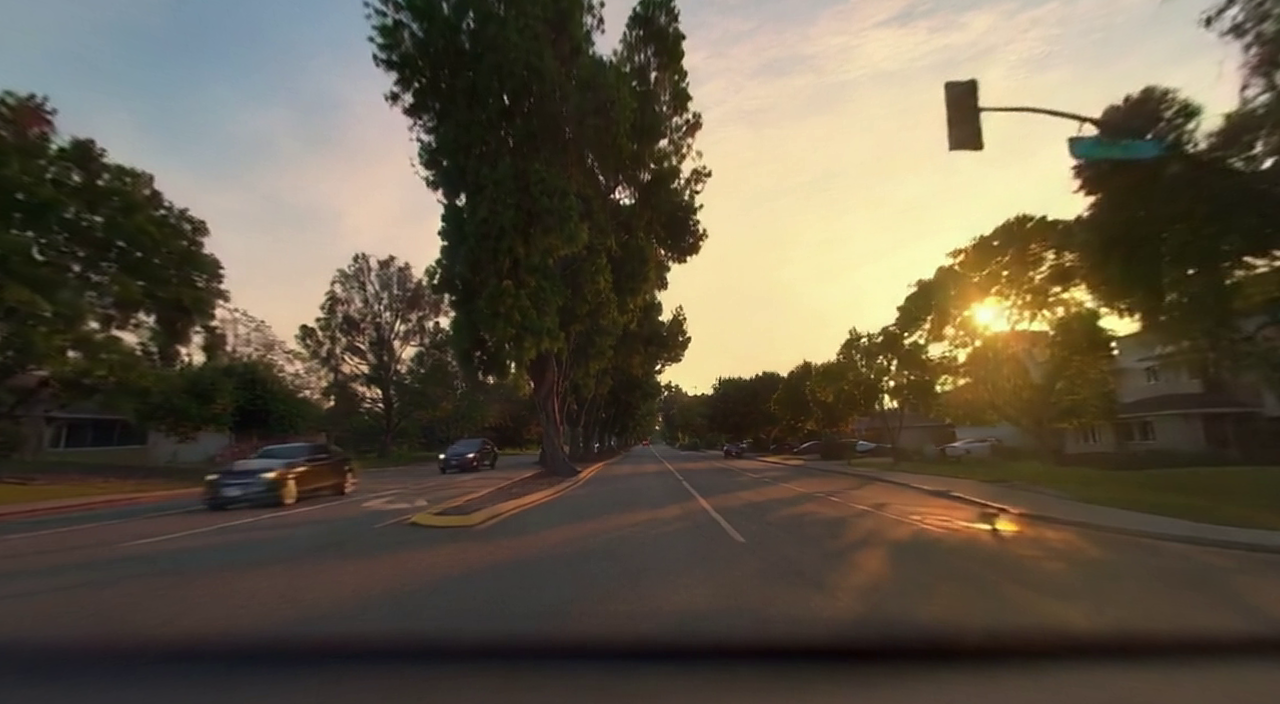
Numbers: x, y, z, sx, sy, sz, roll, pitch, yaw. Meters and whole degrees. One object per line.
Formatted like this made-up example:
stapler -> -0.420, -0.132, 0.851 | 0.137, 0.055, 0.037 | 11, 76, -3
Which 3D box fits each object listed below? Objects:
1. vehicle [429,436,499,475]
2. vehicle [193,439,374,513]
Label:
vehicle -> -8.352, 4.918, 30.293 | 2.118, 1.733, 4.372 | 0, -8, 0
vehicle -> -8.329, 2.876, 15.240 | 1.891, 1.522, 4.184 | 0, -8, 0
